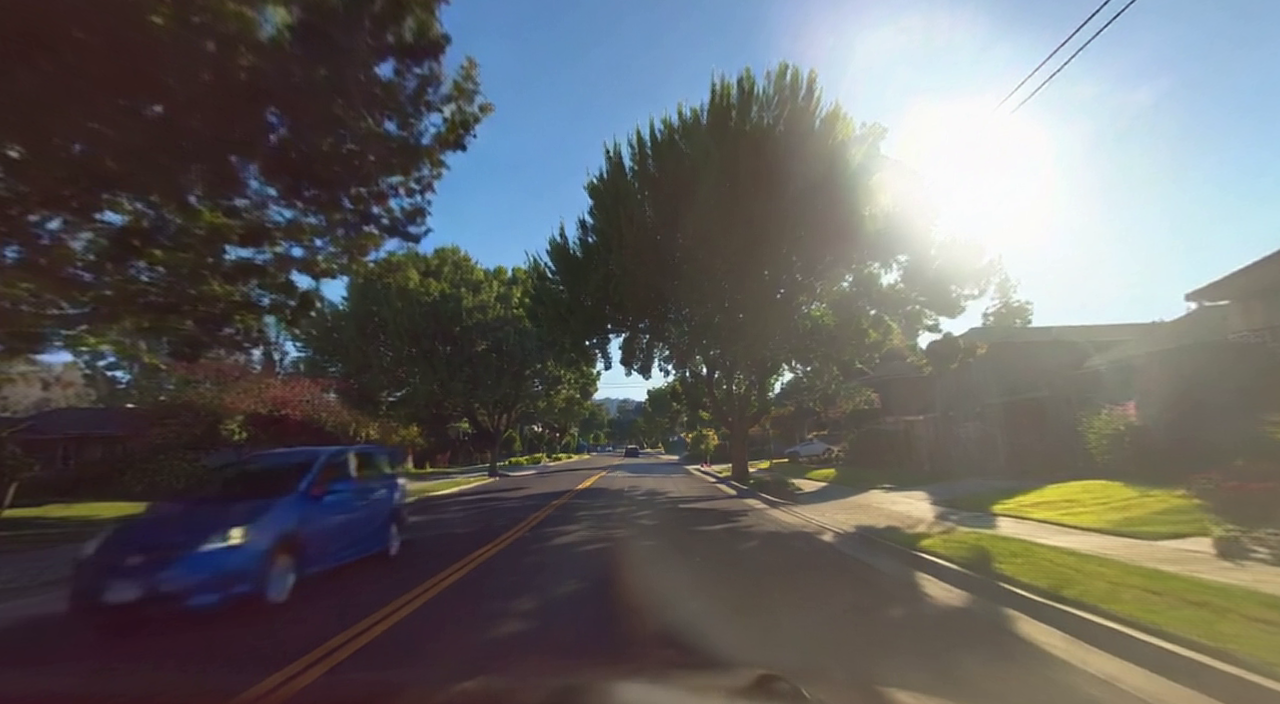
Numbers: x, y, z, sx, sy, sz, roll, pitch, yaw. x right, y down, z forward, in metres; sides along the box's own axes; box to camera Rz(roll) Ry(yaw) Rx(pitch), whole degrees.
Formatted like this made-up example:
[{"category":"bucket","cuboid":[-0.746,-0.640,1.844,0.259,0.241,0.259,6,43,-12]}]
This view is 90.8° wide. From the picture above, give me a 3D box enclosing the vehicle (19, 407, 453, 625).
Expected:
[{"category":"vehicle","cuboid":[-4.080,1.731,7.677,2.161,1.798,4.627,0,-9,0]}]
